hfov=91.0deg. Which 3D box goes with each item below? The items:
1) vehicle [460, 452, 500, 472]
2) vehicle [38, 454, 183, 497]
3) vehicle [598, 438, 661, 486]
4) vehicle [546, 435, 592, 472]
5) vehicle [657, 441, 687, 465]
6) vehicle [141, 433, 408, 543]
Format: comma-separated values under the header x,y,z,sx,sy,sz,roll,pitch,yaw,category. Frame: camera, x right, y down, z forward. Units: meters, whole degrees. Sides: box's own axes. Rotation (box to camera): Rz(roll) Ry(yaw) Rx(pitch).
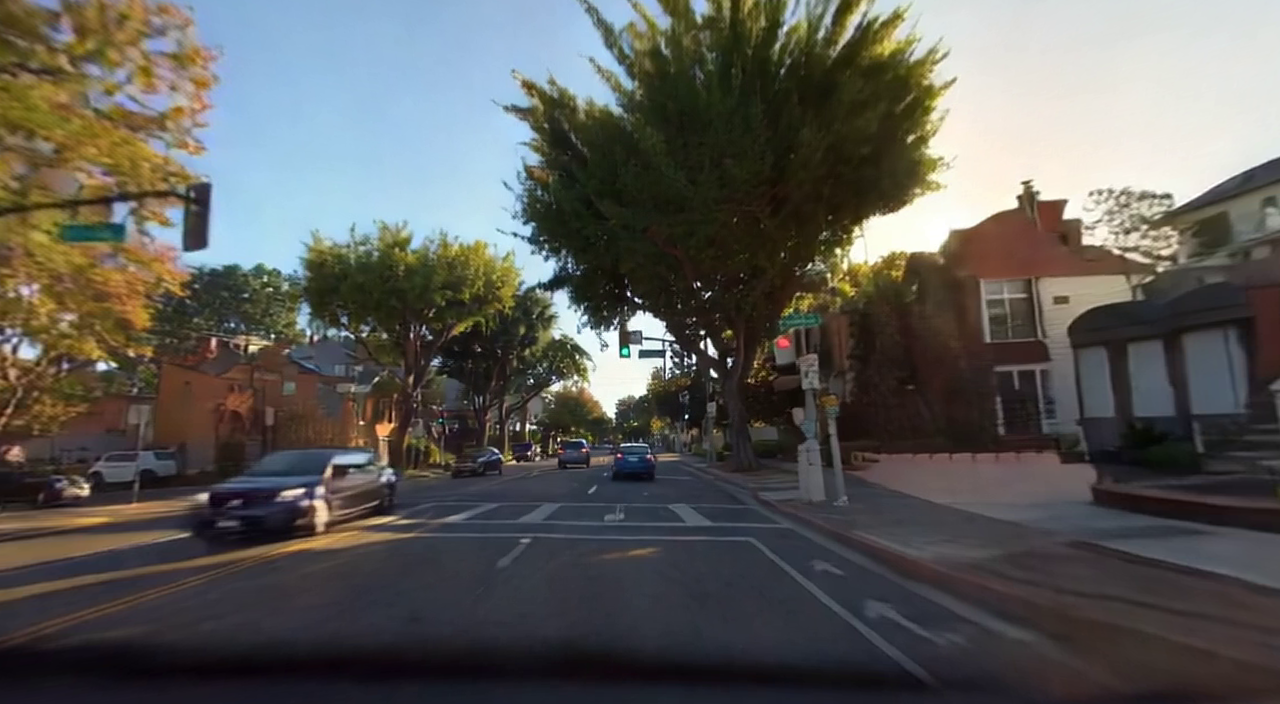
x,y,z,sx,sy,sz,roll,pitch,yaw,category
-12.396,8.529,49.012,1.913,1.475,4.372,0,-8,1,vehicle
-23.232,5.420,27.735,4.537,1.755,1.933,0,-9,-1,vehicle
-0.383,3.832,22.171,1.998,1.518,4.015,0,-8,-1,vehicle
-3.724,5.392,33.532,1.983,1.841,4.013,0,-8,0,vehicle
2.392,7.601,47.496,1.969,1.725,4.387,0,-8,-1,vehicle
-6.339,2.390,11.873,2.048,1.601,5.047,0,-8,-1,vehicle
